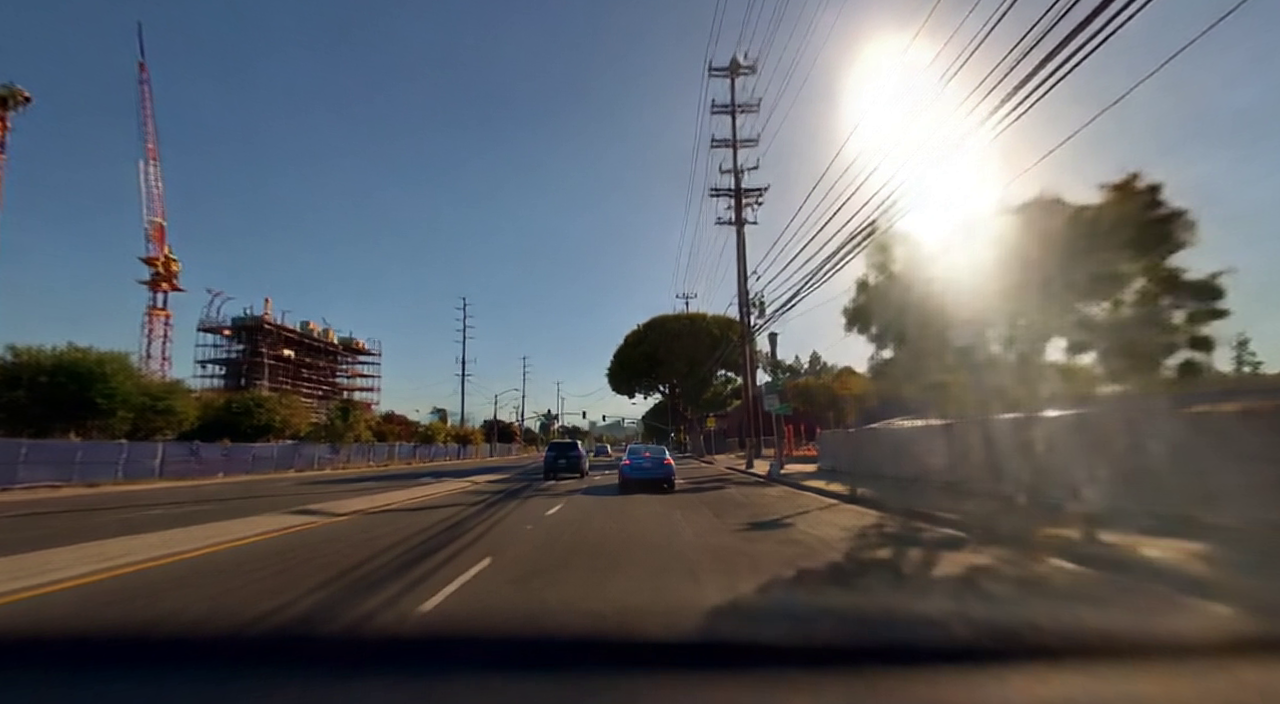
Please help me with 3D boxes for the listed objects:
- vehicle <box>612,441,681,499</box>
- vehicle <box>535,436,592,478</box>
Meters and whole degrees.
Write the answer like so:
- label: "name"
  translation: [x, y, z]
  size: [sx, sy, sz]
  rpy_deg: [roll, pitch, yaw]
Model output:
- label: "vehicle"
  translation: [0.185, 3.771, 20.575]
  size: [2.059, 1.691, 3.980]
  rpy_deg: [0, -8, 0]
- label: "vehicle"
  translation: [-3.525, 4.920, 29.751]
  size: [2.078, 1.804, 4.387]
  rpy_deg: [0, -8, 1]
